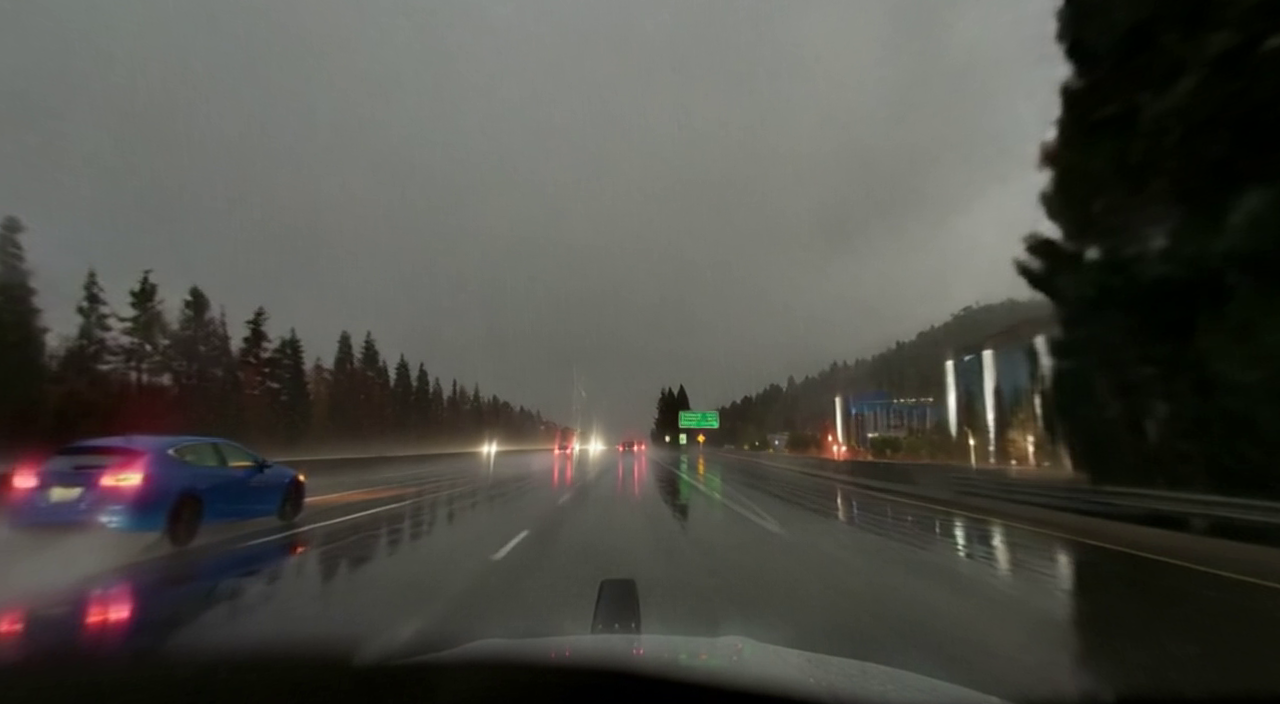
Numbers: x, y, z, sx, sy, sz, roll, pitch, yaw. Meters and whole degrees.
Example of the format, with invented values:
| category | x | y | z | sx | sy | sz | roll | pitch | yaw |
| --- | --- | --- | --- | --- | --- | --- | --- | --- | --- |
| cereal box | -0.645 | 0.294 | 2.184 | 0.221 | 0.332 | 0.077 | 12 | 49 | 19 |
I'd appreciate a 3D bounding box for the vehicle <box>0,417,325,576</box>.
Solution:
| category | x | y | z | sx | sy | sz | roll | pitch | yaw |
| --- | --- | --- | --- | --- | --- | --- | --- | --- | --- |
| vehicle | -6.689 | 1.843 | 8.894 | 2.016 | 1.606 | 4.806 | 0 | -9 | 0 |
